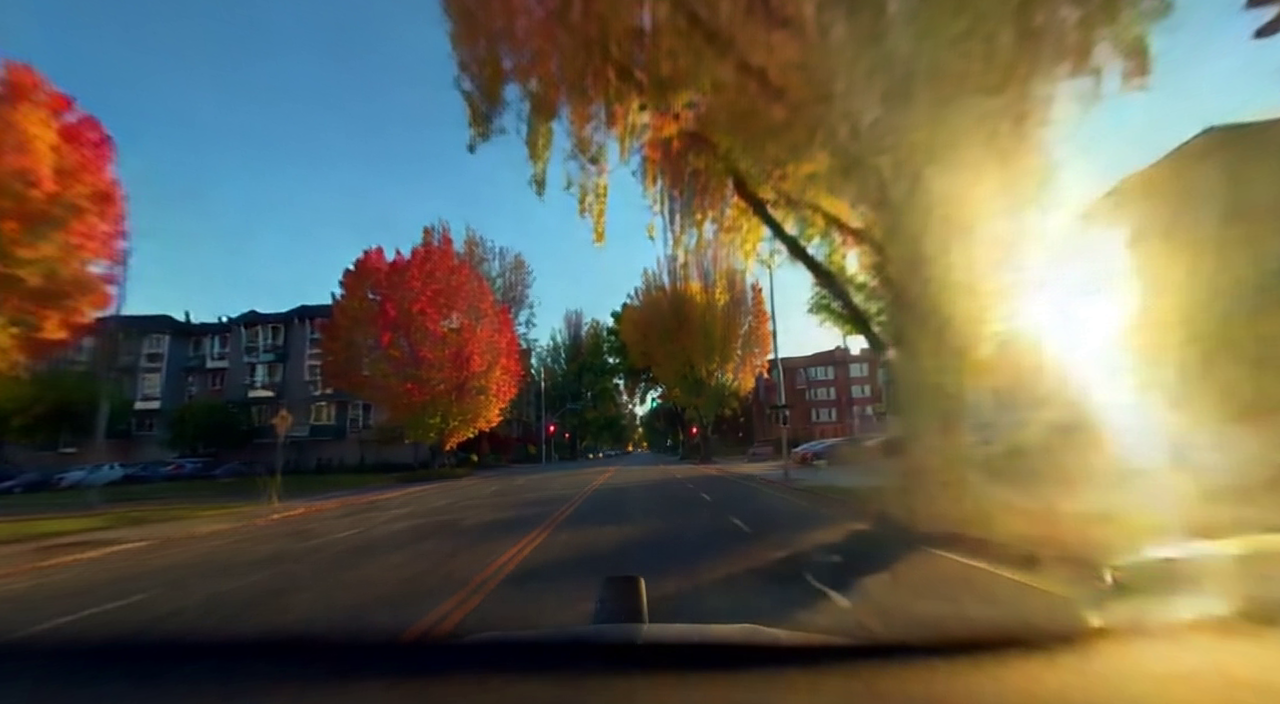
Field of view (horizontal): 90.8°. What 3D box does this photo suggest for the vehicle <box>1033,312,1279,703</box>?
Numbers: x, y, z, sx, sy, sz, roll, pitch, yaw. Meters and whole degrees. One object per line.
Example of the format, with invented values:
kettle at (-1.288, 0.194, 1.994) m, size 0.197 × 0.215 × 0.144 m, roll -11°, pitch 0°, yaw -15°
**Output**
vehicle at (3.163, 0.578, 0.754) m, size 2.224 × 1.791 × 4.834 m, roll 0°, pitch -9°, yaw 0°
